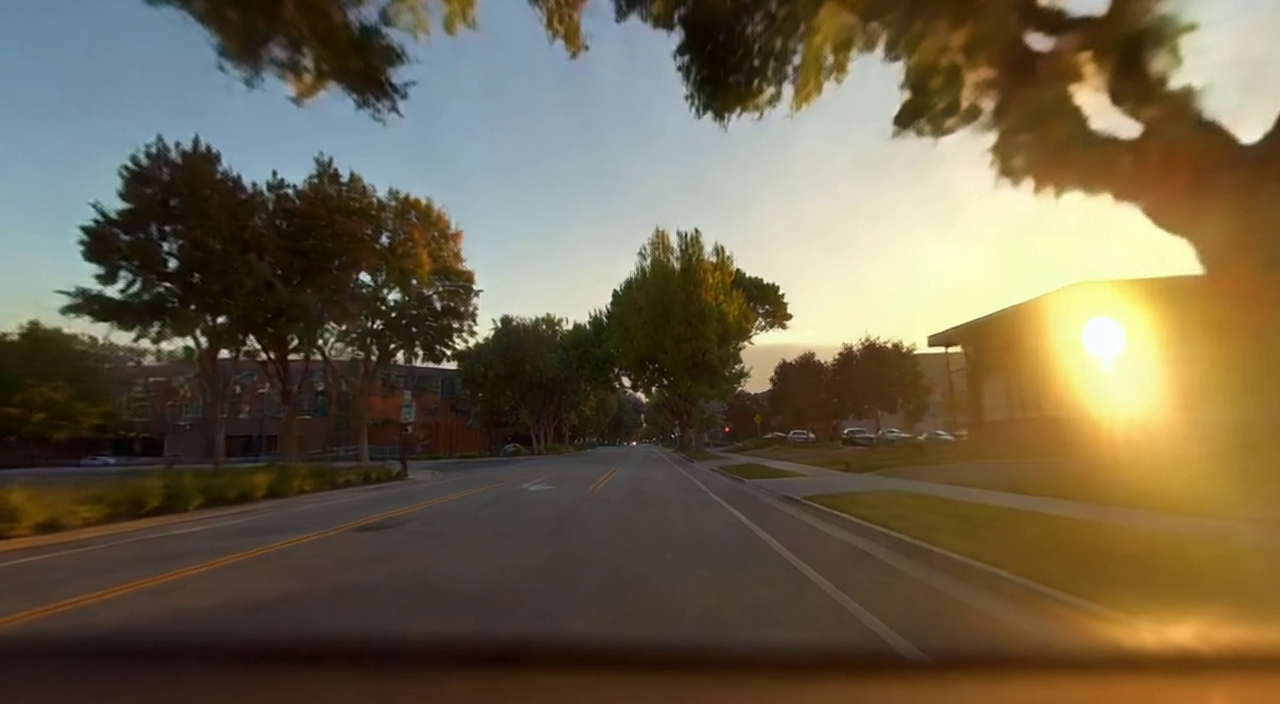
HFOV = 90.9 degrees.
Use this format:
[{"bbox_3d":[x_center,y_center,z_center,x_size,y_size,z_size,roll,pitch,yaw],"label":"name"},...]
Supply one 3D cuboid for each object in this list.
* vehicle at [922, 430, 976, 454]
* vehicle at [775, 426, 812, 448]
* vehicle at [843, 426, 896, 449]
[{"bbox_3d":[20.809,6.068,42.537,1.766,1.560,3.695,0,-8,0],"label":"vehicle"},{"bbox_3d":[12.006,6.687,49.585,2.036,1.636,4.995,0,-8,5],"label":"vehicle"},{"bbox_3d":[15.425,5.808,42.638,1.866,1.420,4.447,0,-8,0],"label":"vehicle"}]
